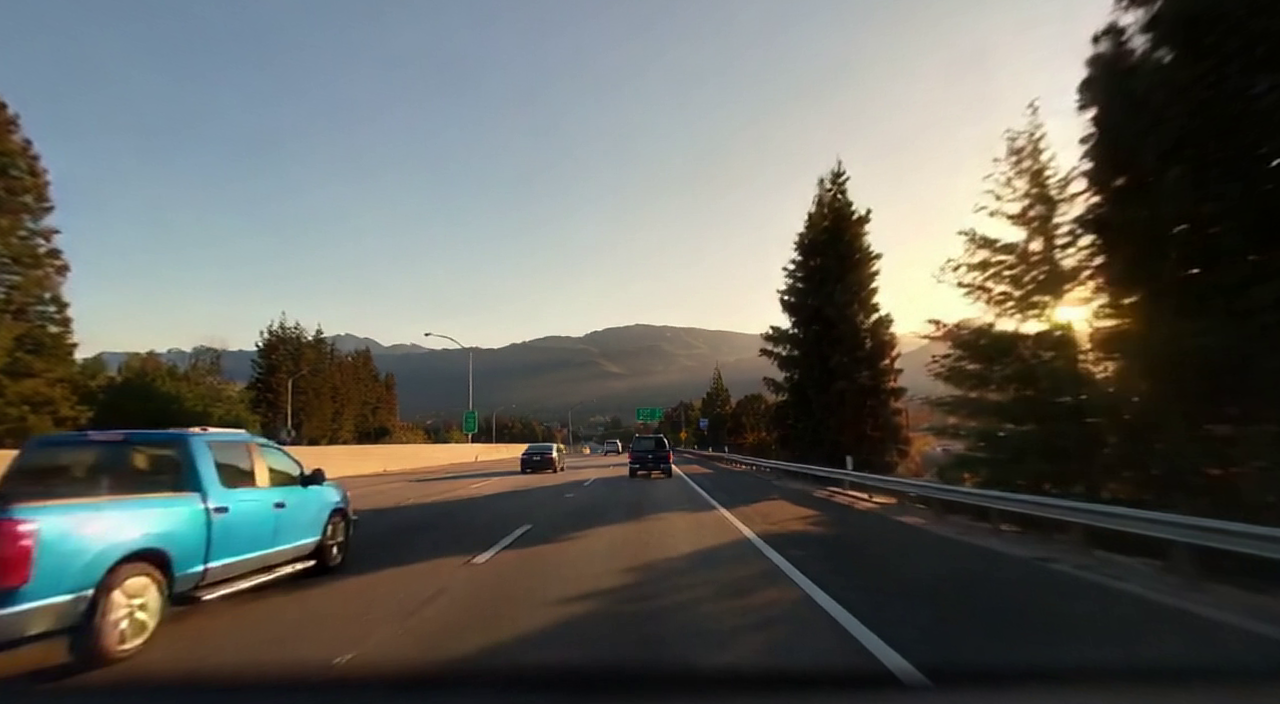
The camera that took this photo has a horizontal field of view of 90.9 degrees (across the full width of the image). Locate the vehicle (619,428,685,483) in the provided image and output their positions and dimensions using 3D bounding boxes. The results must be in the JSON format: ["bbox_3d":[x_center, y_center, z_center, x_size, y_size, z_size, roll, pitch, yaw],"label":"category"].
[{"bbox_3d":[0.421,3.890,24.002,2.229,1.837,5.387,0,-8,0],"label":"vehicle"}]

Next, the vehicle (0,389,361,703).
[{"bbox_3d":[-3.972,1.235,4.627,1.959,1.604,4.065,0,-8,0],"label":"vehicle"}]

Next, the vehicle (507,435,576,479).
[{"bbox_3d":[-3.972,4.296,26.090,2.106,1.651,4.040,-1,-8,1],"label":"vehicle"}]
